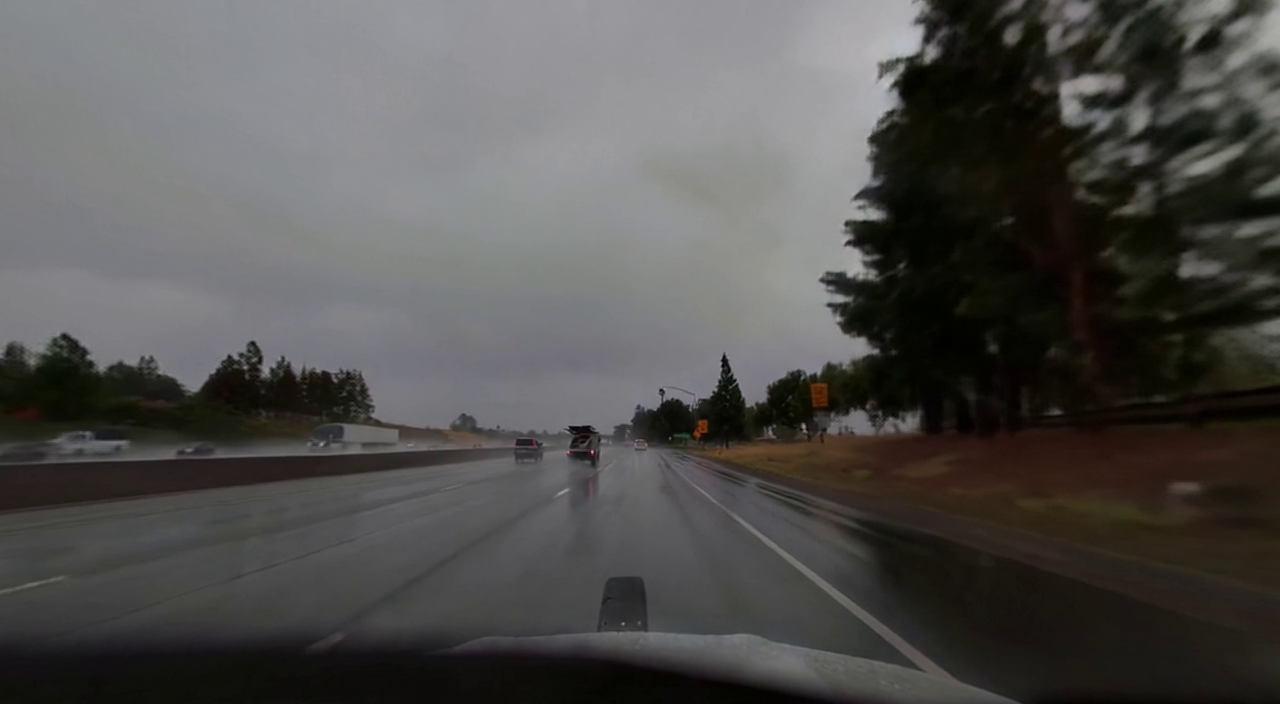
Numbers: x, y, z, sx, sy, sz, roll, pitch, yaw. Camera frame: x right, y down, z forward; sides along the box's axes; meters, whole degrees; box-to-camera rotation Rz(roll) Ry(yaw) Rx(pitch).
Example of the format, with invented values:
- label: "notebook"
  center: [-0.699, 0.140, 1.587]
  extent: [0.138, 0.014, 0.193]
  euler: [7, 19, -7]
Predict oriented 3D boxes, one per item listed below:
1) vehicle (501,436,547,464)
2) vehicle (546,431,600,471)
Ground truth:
- label: "vehicle"
  center: [-7.447, 6.328, 40.682]
  extent: [2.078, 1.729, 4.722]
  euler: [0, -8, 0]
- label: "vehicle"
  center: [-3.151, 4.781, 30.415]
  extent: [2.194, 1.766, 3.720]
  euler: [0, -8, 0]
